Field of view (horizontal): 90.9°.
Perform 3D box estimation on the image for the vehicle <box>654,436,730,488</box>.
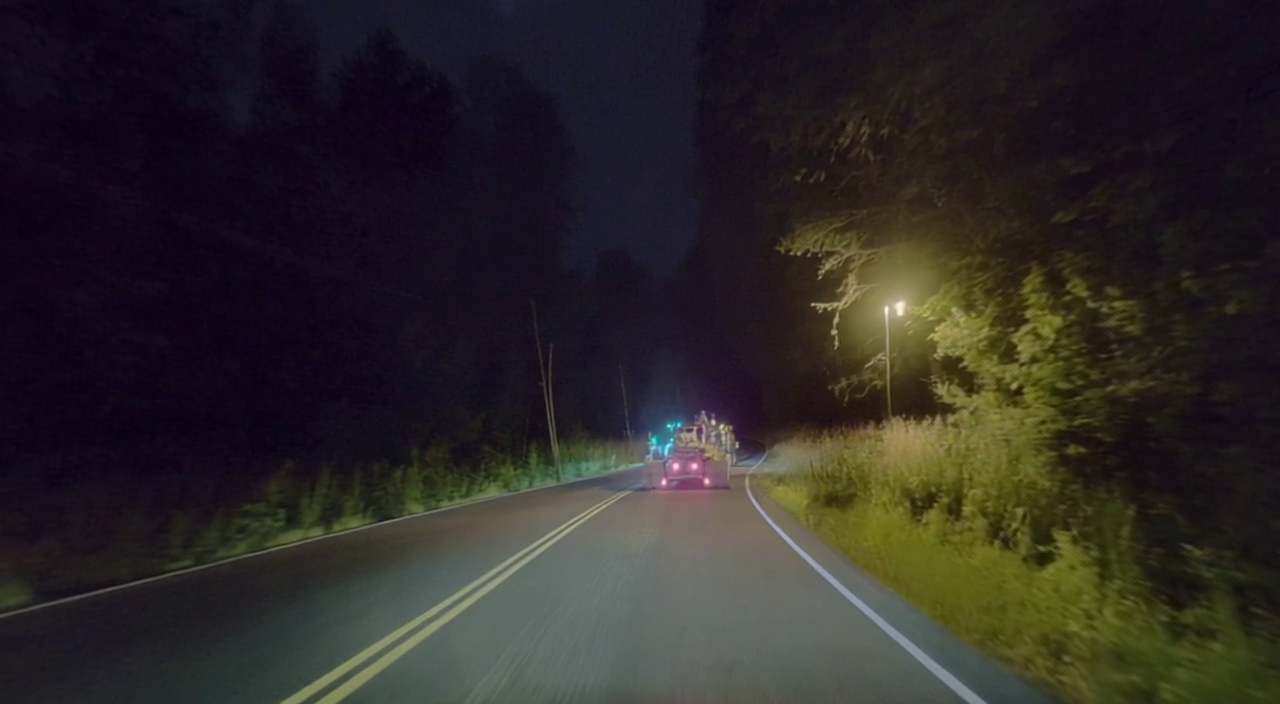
[{"bbox_3d":[1.780,3.511,20.498,2.196,1.465,4.294,-1,-8,7],"label":"vehicle"}]
